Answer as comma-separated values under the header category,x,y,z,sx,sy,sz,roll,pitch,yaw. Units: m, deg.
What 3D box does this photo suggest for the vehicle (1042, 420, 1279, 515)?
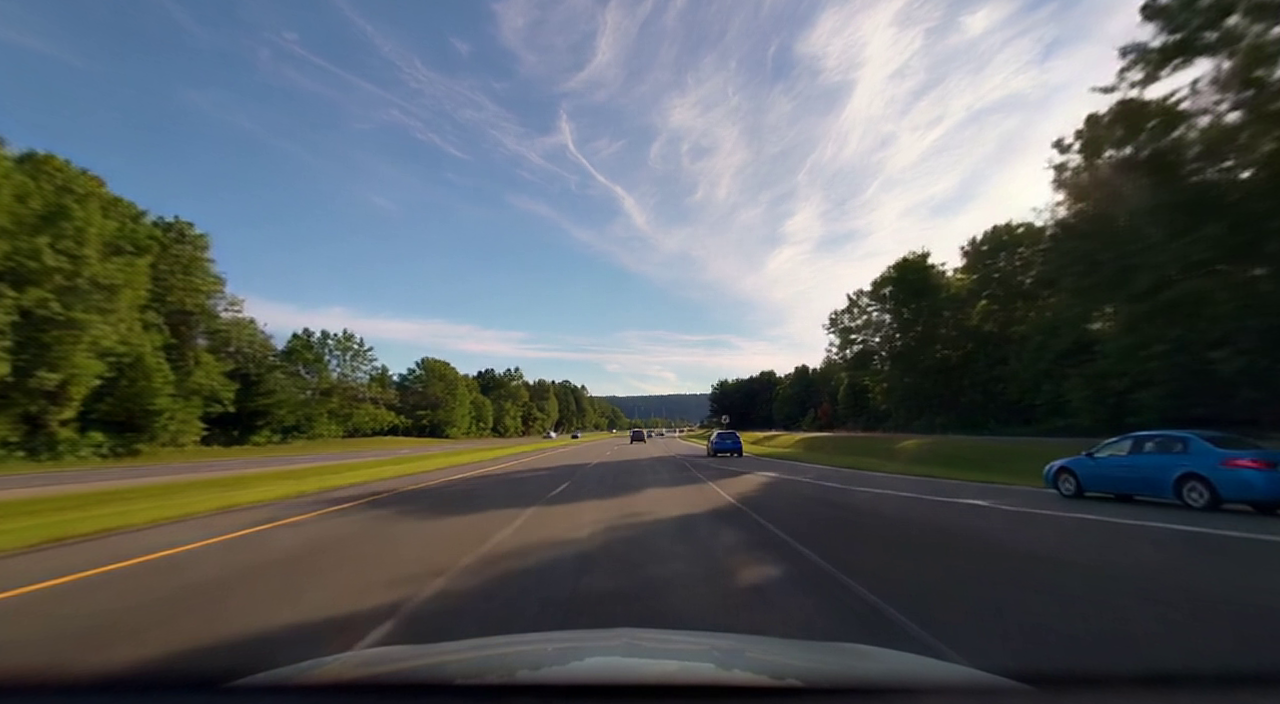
category,x,y,z,sx,sy,sz,roll,pitch,yaw
vehicle,10.474,2.101,11.910,1.992,1.486,4.406,3,-8,-20

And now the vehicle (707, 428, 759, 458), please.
category,x,y,z,sx,sy,sz,roll,pitch,yaw
vehicle,4.926,4.881,33.686,1.765,1.510,3.762,1,-8,-8
